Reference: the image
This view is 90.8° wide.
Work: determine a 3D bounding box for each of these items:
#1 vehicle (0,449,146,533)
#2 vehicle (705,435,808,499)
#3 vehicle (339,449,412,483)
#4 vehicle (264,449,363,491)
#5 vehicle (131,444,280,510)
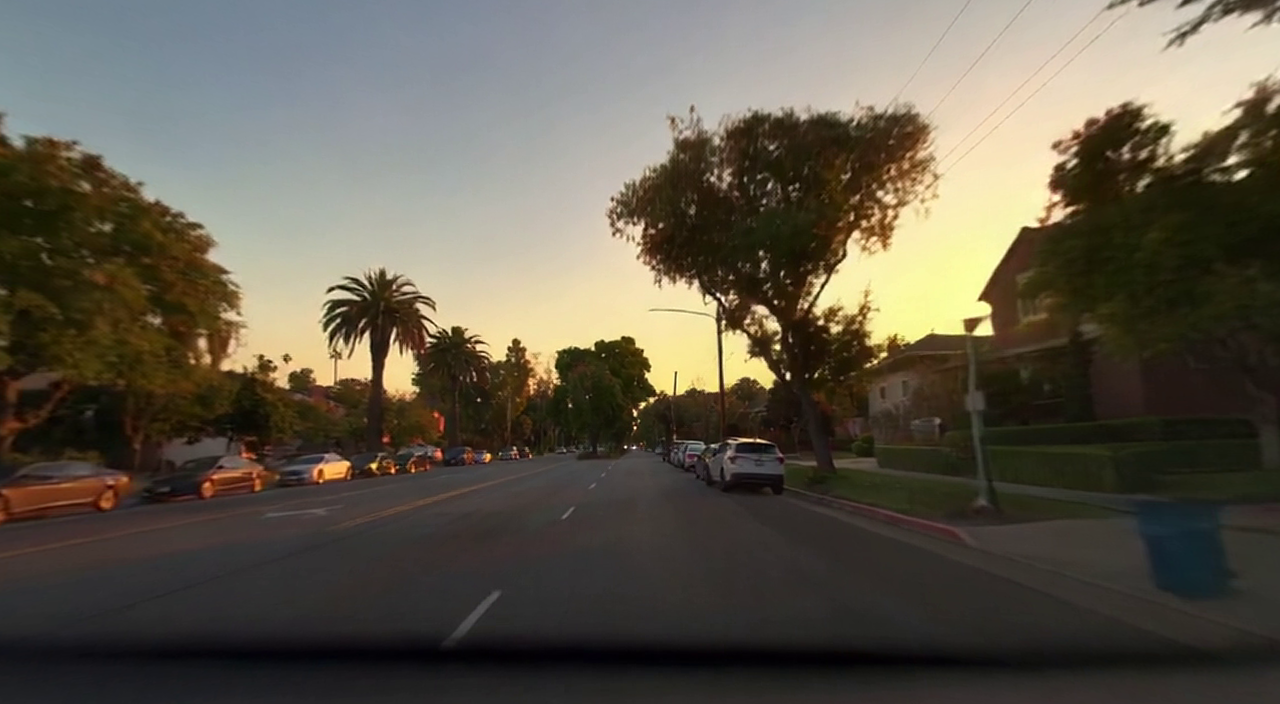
[{"bbox_3d":[-13.545,2.961,13.692,2.131,1.492,4.310,-1,-7,1],"label":"vehicle"},{"bbox_3d":[3.451,3.540,19.949,2.221,1.718,5.192,0,-9,-1],"label":"vehicle"},{"bbox_3d":[-13.734,5.900,33.086,1.899,1.474,4.529,-1,-7,-1],"label":"vehicle"},{"bbox_3d":[-13.735,4.974,26.926,1.921,1.498,4.460,0,-7,-1],"label":"vehicle"},{"bbox_3d":[-13.660,3.885,20.228,1.844,1.764,4.183,-1,-7,-1],"label":"vehicle"}]
